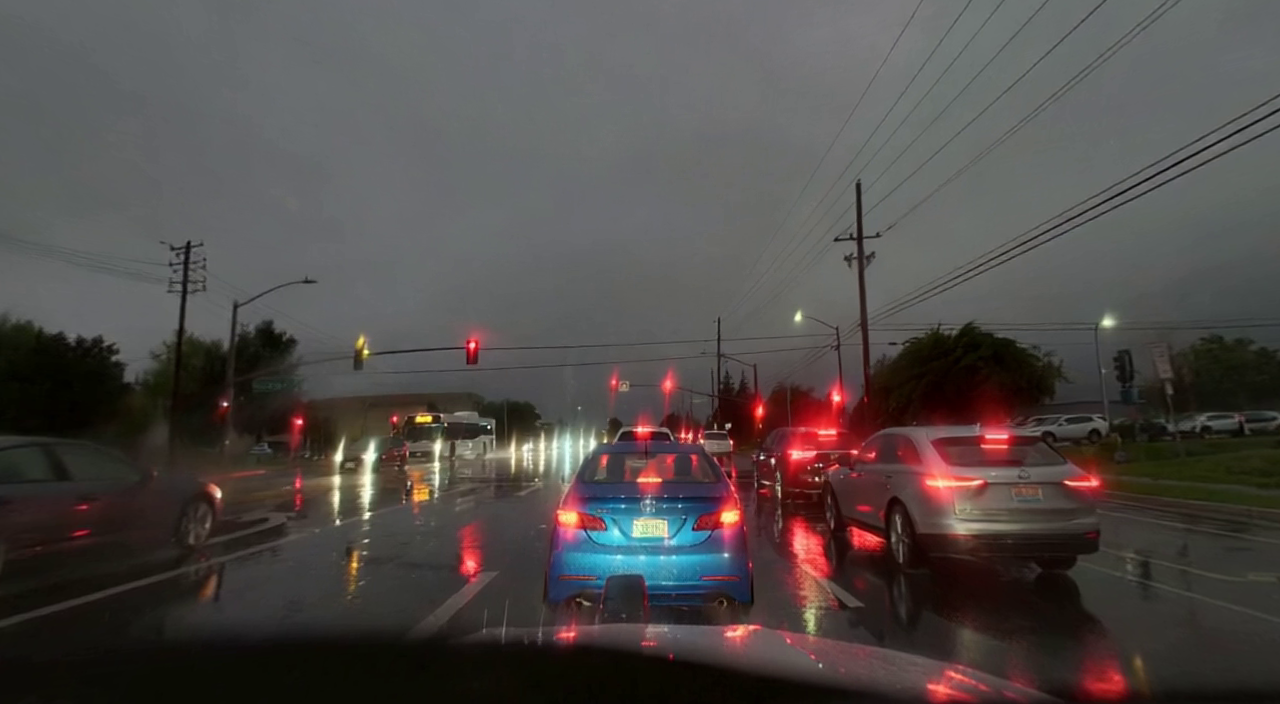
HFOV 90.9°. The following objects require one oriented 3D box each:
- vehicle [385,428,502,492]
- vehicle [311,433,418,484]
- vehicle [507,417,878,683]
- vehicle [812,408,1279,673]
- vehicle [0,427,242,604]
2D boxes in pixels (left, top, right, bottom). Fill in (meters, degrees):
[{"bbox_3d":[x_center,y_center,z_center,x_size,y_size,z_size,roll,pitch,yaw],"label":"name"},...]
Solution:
[{"bbox_3d":[-6.258,3.494,20.897,2.070,1.824,5.196,-1,-8,2],"label":"vehicle"},{"bbox_3d":[-10.617,4.114,24.795,1.981,1.766,4.870,-1,-8,0],"label":"vehicle"},{"bbox_3d":[0.279,1.417,5.646,2.109,1.483,3.964,0,-8,-1],"label":"vehicle"},{"bbox_3d":[3.123,1.396,5.802,1.870,1.523,4.096,0,-8,-1],"label":"vehicle"},{"bbox_3d":[-6.419,1.517,6.178,1.955,1.497,4.639,-1,-8,1],"label":"vehicle"}]
